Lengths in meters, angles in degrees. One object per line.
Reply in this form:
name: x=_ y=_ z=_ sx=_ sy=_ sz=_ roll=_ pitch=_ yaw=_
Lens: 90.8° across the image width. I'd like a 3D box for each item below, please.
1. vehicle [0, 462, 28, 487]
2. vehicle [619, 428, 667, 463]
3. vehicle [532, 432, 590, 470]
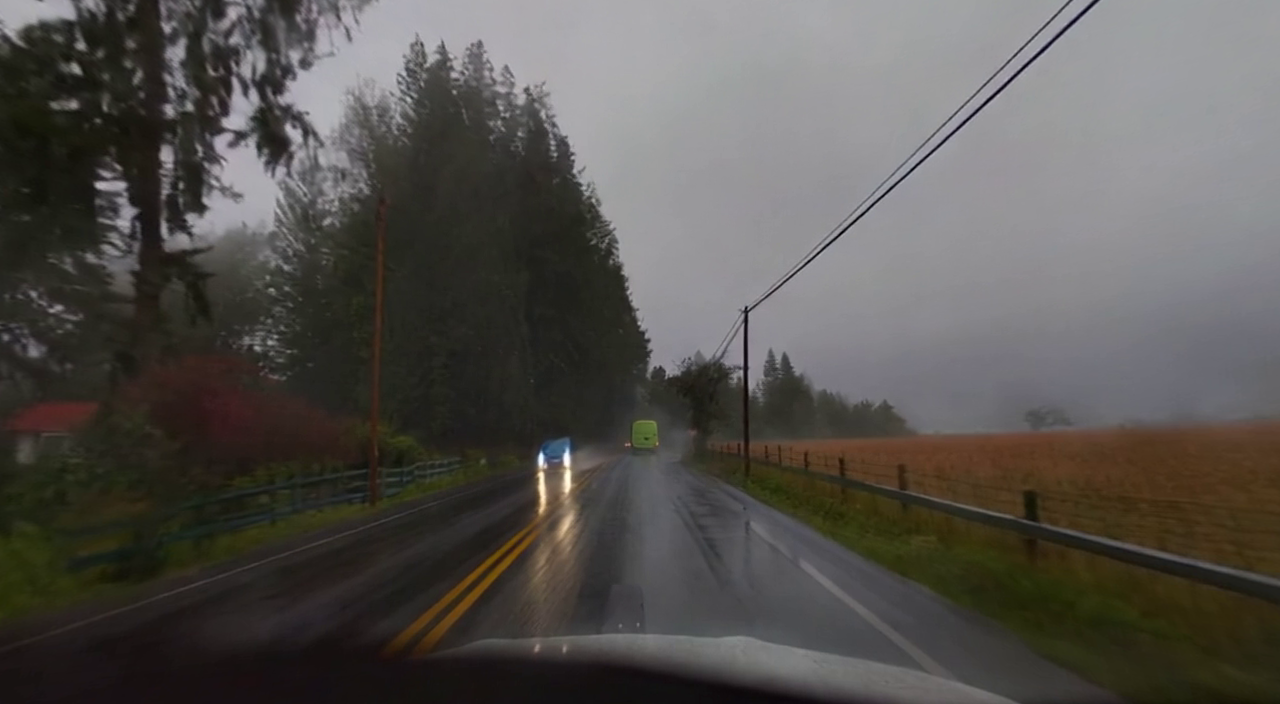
vehicle: x=-49.615 y=9.547 z=49.262 sx=1.944 sy=1.767 sz=3.885 roll=6 pitch=-10 yaw=-35
vehicle: x=0.098 y=5.609 z=37.939 sx=2.649 sy=1.870 sz=5.885 roll=0 pitch=-8 yaw=-2
vehicle: x=-3.980 y=5.119 z=32.762 sx=2.342 sy=1.778 sz=4.613 roll=0 pitch=-8 yaw=1
